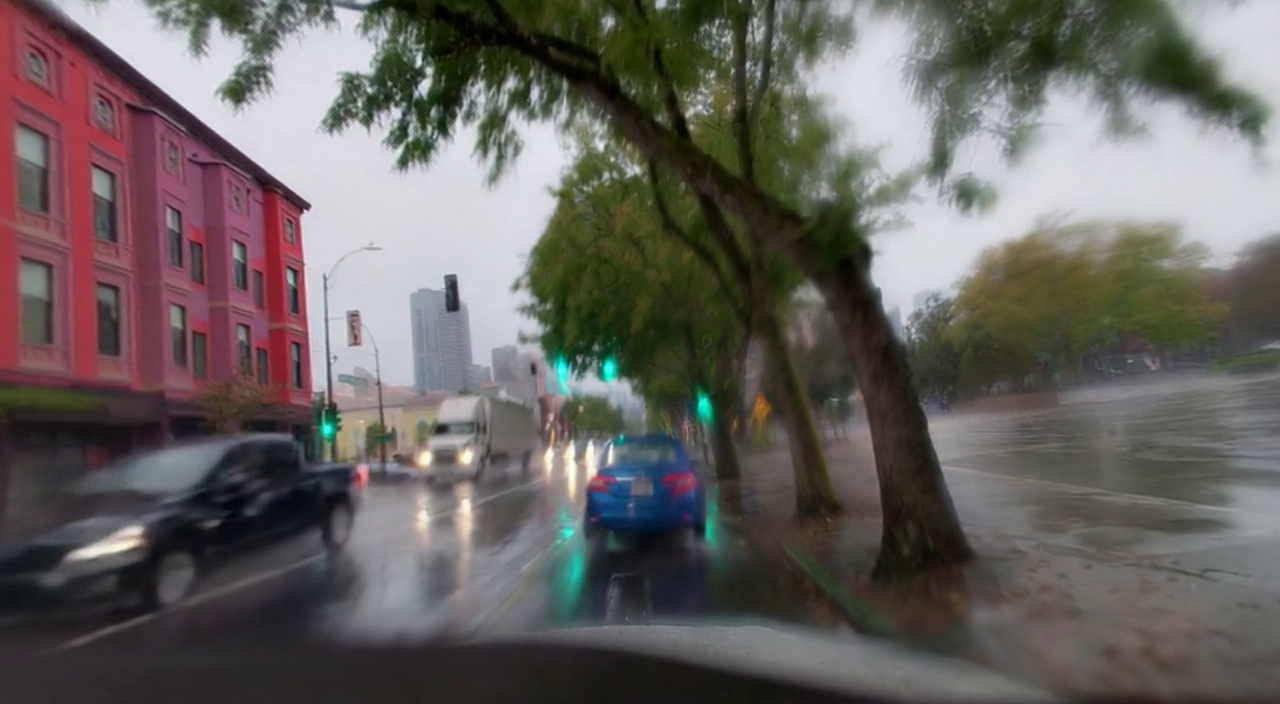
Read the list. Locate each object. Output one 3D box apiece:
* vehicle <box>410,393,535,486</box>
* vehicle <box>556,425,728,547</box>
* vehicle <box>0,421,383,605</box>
[{"bbox_3d":[-8.151,4.605,32.845,2.986,3.933,11.600,0,-8,2],"label":"vehicle"},{"bbox_3d":[0.074,1.936,9.735,2.094,1.478,3.922,0,-8,2],"label":"vehicle"},{"bbox_3d":[-6.416,2.088,9.508,2.402,1.852,6.057,0,-8,2],"label":"vehicle"}]
